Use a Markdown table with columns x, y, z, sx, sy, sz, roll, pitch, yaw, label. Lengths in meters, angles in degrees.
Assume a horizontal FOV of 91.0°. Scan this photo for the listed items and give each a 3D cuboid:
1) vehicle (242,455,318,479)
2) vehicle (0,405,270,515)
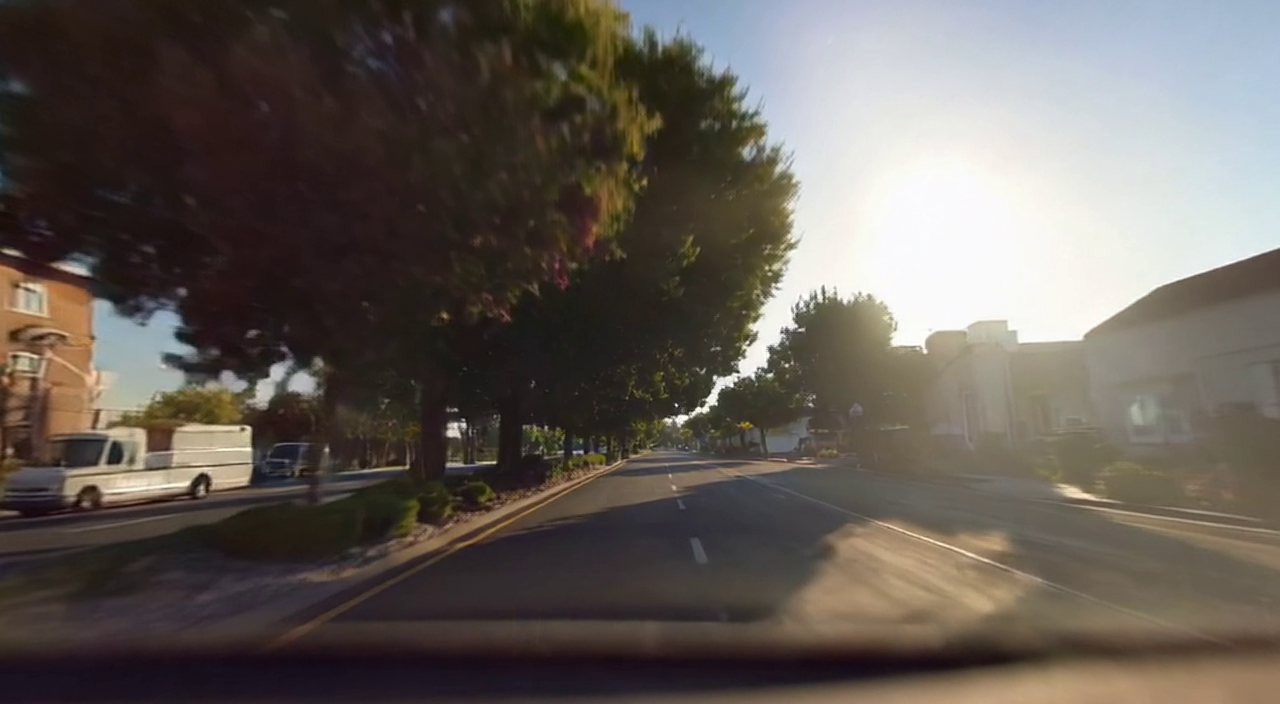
| x | y | z | sx | sy | sz | roll | pitch | yaw | label |
| --- | --- | --- | --- | --- | --- | --- | --- | --- | --- |
| -25.144 | 8.005 | 44.054 | 1.880 | 1.341 | 4.090 | 1 | -6 | 35 | vehicle |
| -19.395 | 4.164 | 25.092 | 2.898 | 3.487 | 9.955 | 0 | -8 | 2 | vehicle |
